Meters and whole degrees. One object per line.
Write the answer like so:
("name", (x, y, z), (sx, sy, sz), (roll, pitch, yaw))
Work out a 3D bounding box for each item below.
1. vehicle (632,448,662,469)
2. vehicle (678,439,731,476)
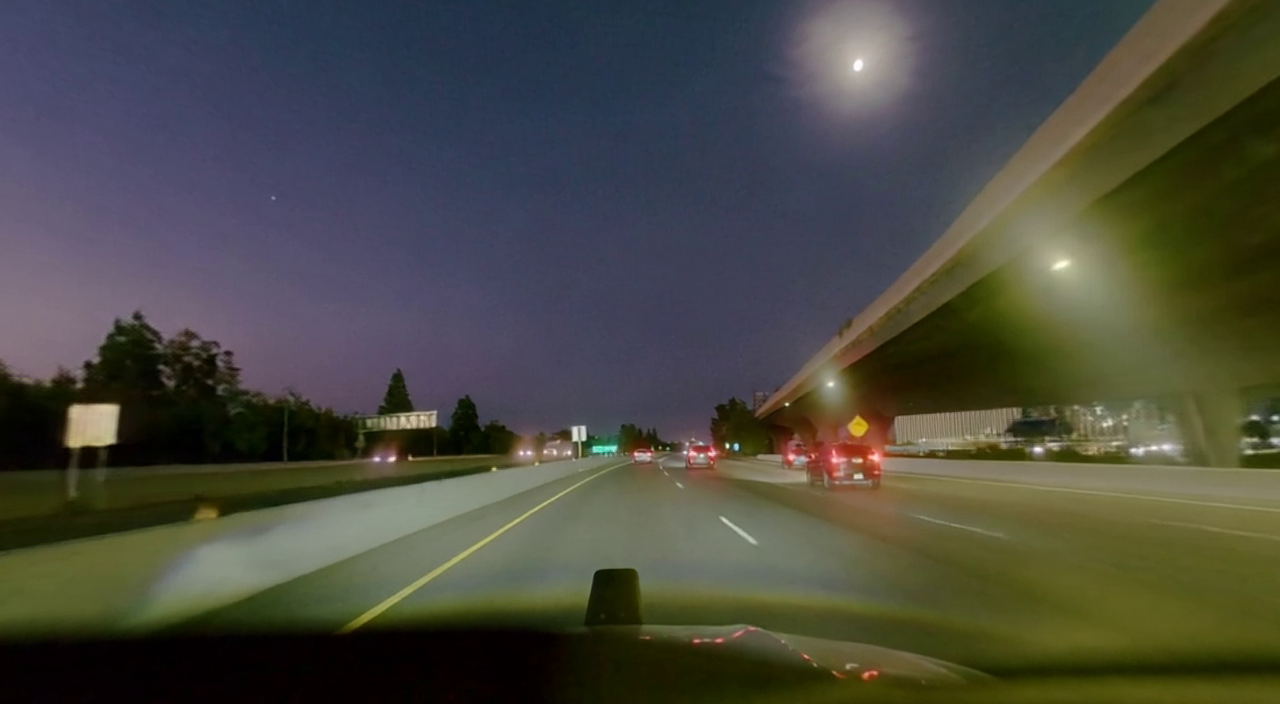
("vehicle", (0.538, 7.759, 46.217), (2.046, 1.475, 3.784), (0, -9, 1))
("vehicle", (3.349, 5.569, 33.591), (2.226, 1.779, 4.835), (0, -9, -1))
